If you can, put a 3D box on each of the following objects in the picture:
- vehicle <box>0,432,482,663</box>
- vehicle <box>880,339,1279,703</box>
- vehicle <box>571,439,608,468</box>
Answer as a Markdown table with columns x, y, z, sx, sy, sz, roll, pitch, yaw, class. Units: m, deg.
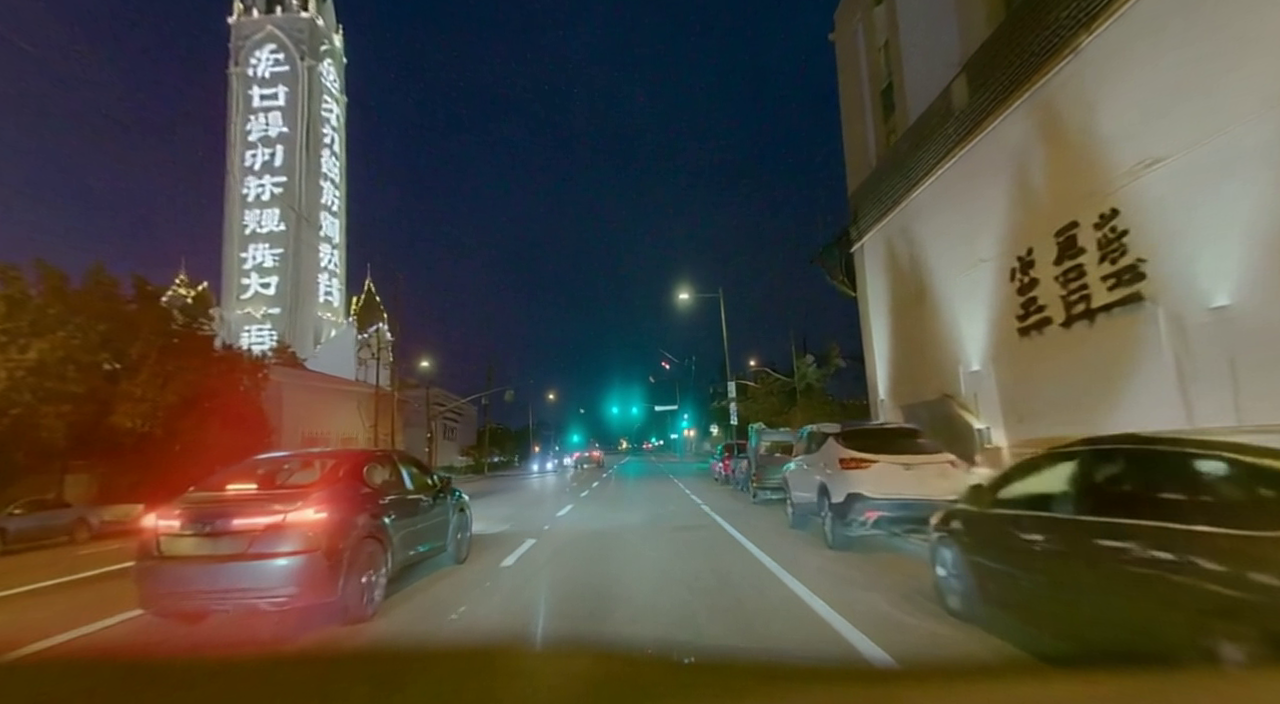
| x | y | z | sx | sy | sz | roll | pitch | yaw | class |
| --- | --- | --- | --- | --- | --- | --- | --- | --- | --- |
| -3.333 | 1.678 | 6.698 | 2.089 | 1.547 | 4.635 | 0 | -8 | 0 | vehicle |
| 3.306 | 0.991 | 3.500 | 2.206 | 1.664 | 4.578 | 0 | -8 | 1 | vehicle |
| -3.563 | 7.320 | 45.655 | 2.293 | 1.936 | 4.737 | 0 | -8 | 0 | vehicle |
